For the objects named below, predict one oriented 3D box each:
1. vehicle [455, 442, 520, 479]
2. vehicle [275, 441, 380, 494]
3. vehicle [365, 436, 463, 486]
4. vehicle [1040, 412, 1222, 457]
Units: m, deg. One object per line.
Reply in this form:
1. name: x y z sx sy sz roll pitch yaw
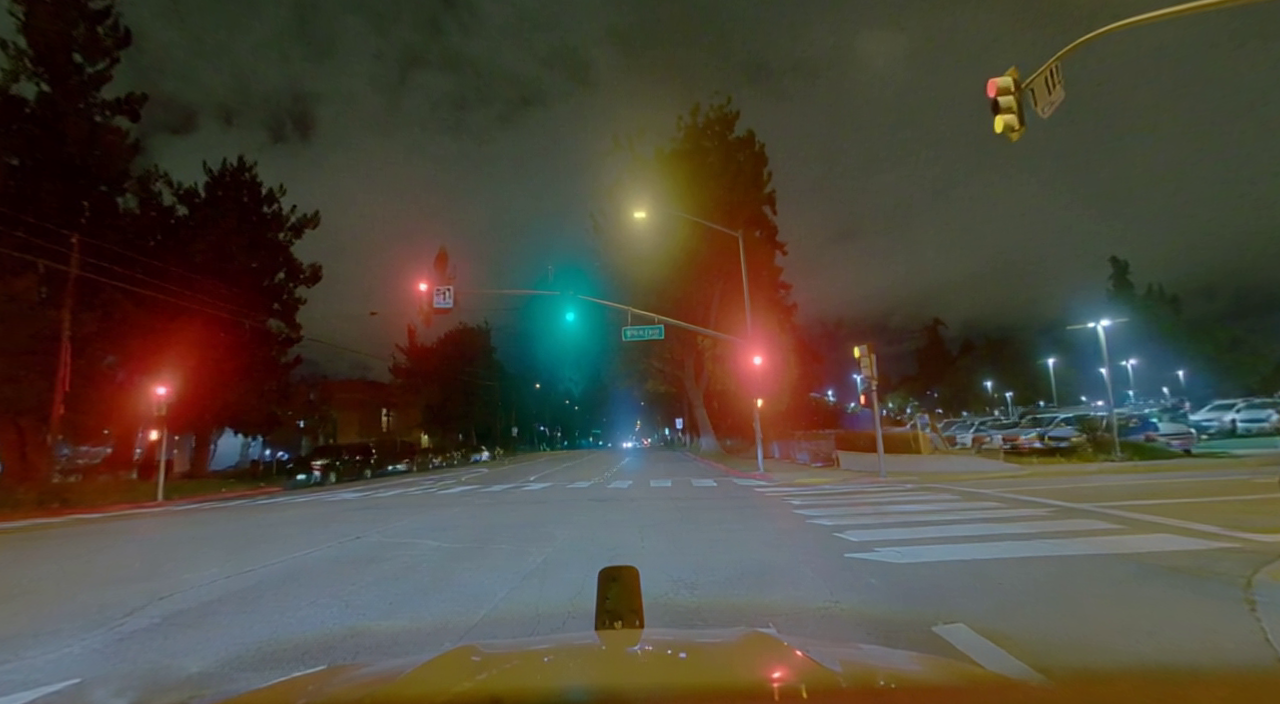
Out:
1. vehicle: -6.979 4.993 29.320 2.024 1.470 4.153 -3 -9 -1
2. vehicle: -13.725 5.061 28.148 2.251 1.957 4.968 -4 -9 -1
3. vehicle: -10.168 4.954 29.056 2.475 1.940 5.702 -3 -9 0
4. vehicle: 16.925 2.906 22.097 4.560 1.453 1.851 -3 -9 18
